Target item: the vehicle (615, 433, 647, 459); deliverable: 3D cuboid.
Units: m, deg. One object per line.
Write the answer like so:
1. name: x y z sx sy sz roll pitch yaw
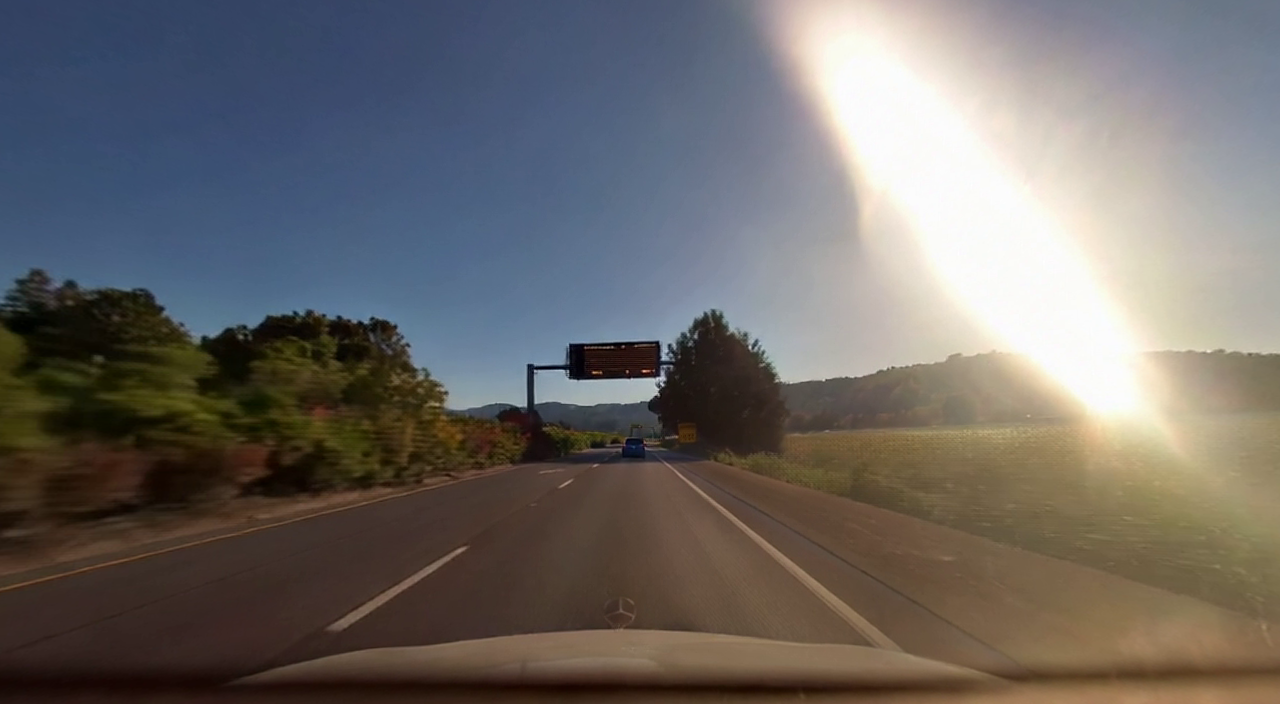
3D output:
1. vehicle: -0.640 6.666 44.651 2.180 1.717 4.139 0 -8 -1
